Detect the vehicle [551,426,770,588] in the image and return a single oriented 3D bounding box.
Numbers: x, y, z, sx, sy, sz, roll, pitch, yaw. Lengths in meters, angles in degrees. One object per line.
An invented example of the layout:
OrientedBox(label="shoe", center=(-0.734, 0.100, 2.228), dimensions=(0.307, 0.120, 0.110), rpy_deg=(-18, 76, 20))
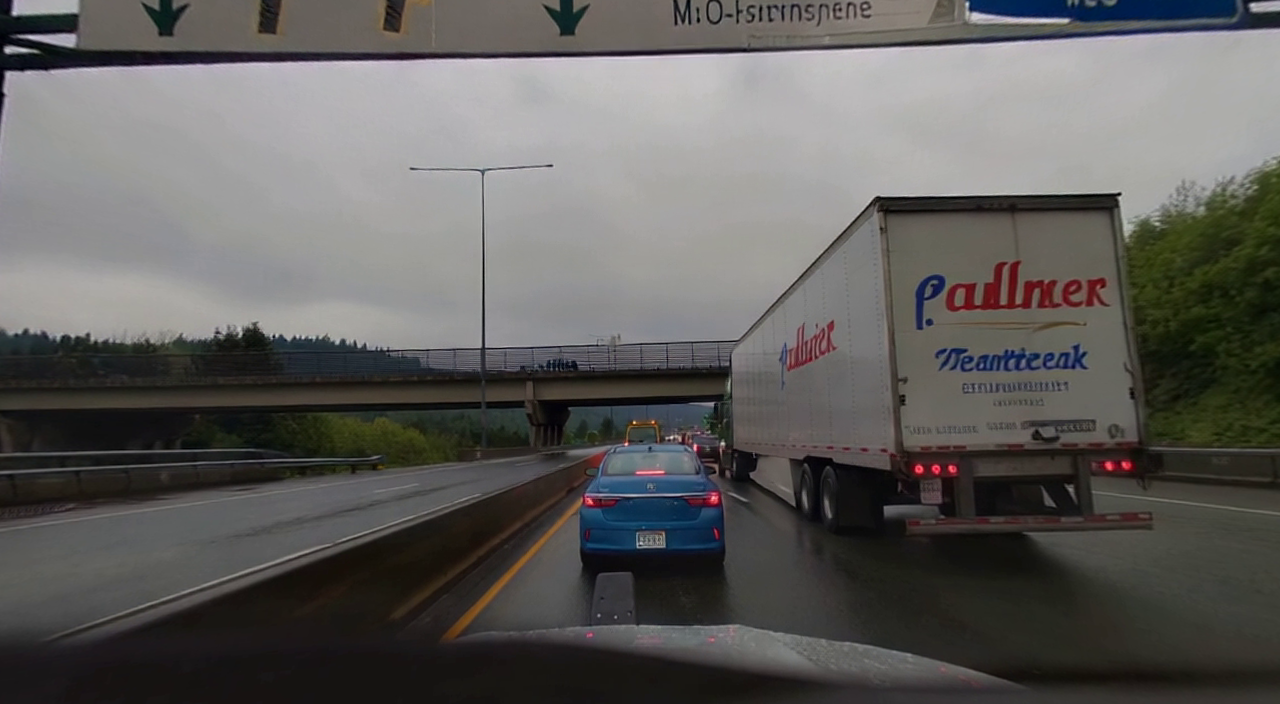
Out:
OrientedBox(label="vehicle", center=(0.180, 1.715, 7.775), dimensions=(2.045, 1.490, 3.597), rpy_deg=(-1, -8, 0))

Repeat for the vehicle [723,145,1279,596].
OrientedBox(label="vehicle", center=(4.219, 1.062, 12.776), dimensions=(2.827, 4.081, 14.305), rpy_deg=(0, -8, -1))

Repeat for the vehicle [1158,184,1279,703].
OrientedBox(label="vehicle", center=(4.741, 0.077, 0.439), dimensions=(2.892, 2.615, 6.650), rpy_deg=(0, -8, -2))
